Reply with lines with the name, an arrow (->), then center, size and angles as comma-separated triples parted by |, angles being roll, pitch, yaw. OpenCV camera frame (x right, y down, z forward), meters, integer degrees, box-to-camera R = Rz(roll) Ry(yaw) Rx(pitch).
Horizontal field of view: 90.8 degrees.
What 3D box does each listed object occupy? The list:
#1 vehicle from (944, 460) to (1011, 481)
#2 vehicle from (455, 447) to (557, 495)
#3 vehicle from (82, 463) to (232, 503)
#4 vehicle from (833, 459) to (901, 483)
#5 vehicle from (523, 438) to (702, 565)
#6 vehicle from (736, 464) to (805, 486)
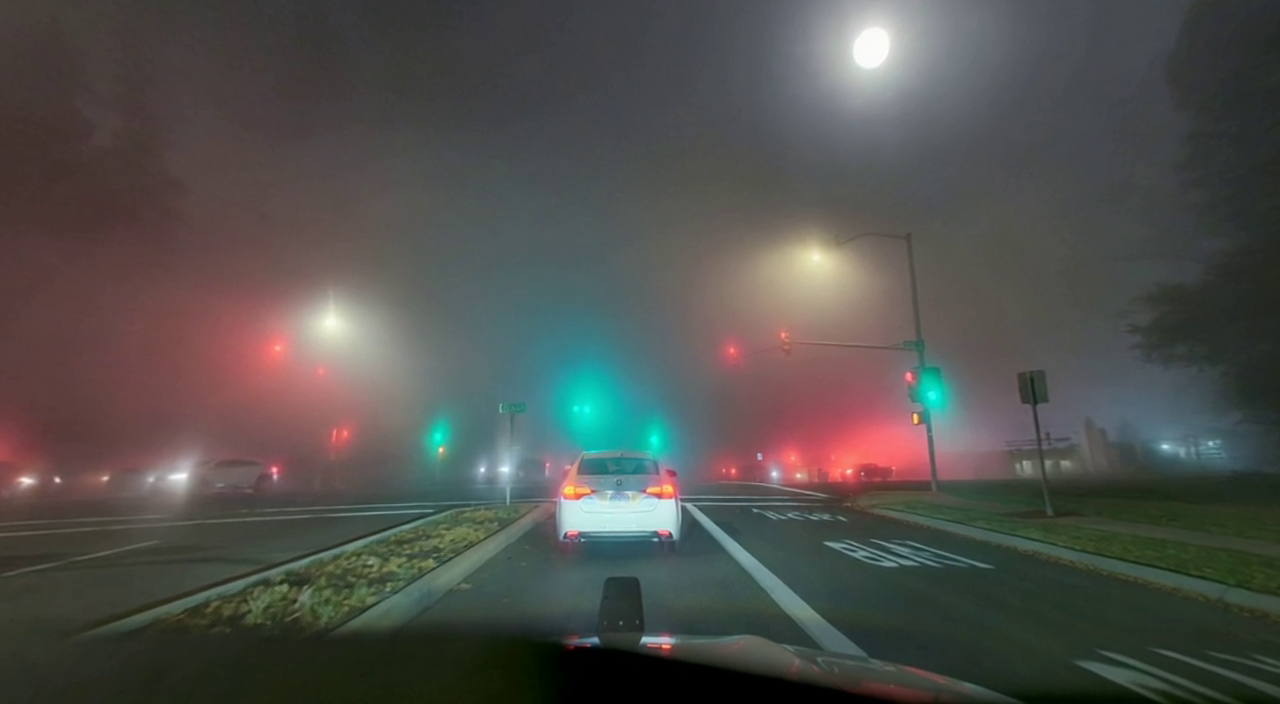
vehicle -> 25.930, 9.084, 48.586 | 4.358, 1.471, 1.875 | 2, -9, -16
vehicle -> -5.663, 4.886, 26.334 | 2.175, 1.789, 4.355 | 8, -12, -42
vehicle -> -20.085, 5.448, 26.498 | 4.548, 1.449, 1.802 | 2, -9, -13
vehicle -> 16.479, 8.615, 45.895 | 4.337, 1.637, 1.860 | 2, -9, -16
vehicle -> -0.370, 2.090, 9.669 | 2.112, 1.479, 4.264 | 0, -9, -1
vehicle -> 9.064, 8.532, 43.891 | 4.254, 1.359, 1.895 | 2, -9, -16
